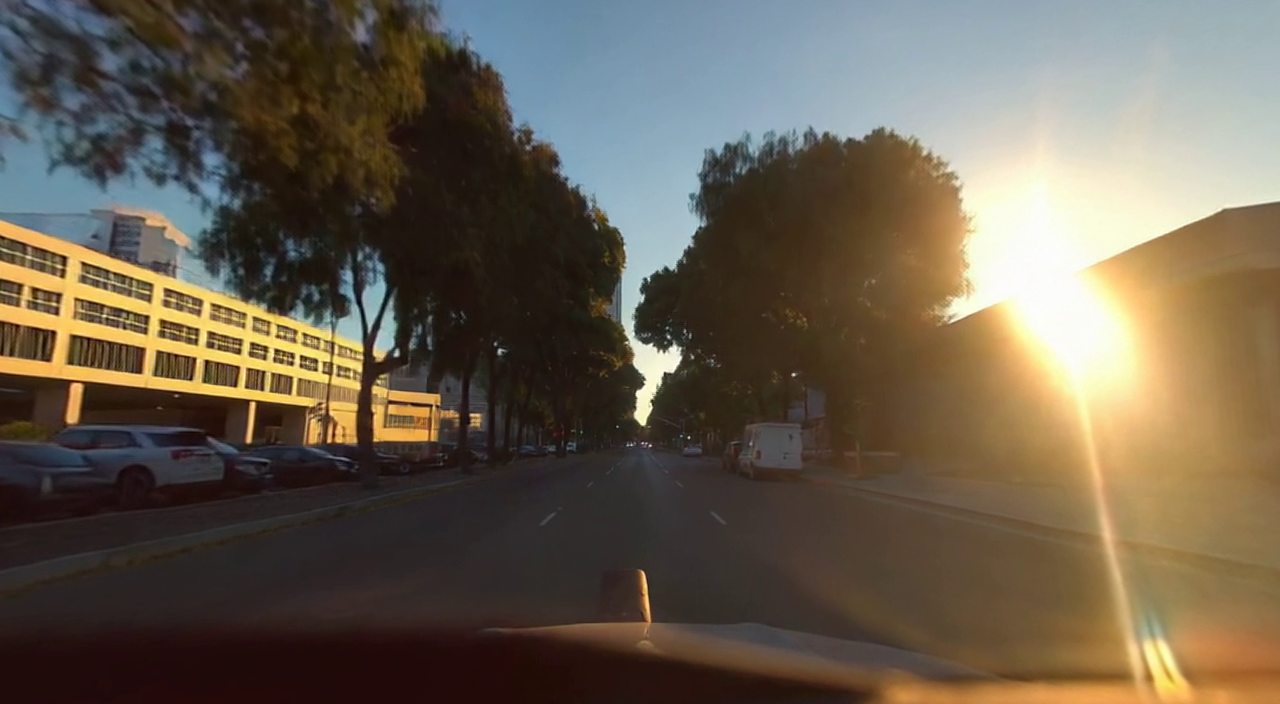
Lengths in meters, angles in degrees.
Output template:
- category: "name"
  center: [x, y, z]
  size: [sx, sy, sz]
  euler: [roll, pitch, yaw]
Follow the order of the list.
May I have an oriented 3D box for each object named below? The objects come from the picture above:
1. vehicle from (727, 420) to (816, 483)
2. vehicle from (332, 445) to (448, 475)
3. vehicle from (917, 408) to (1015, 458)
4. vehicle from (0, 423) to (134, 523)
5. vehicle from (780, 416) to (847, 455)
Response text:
- category: "vehicle"
  center: [5.708, 4.458, 28.506]
  size: [2.596, 2.509, 6.178]
  euler: [0, -8, -1]
- category: "vehicle"
  center: [-13.198, 5.723, 33.574]
  size: [5.269, 1.491, 2.133]
  euler: [-1, -8, 2]
- category: "vehicle"
  center: [18.938, 4.835, 37.087]
  size: [2.341, 2.648, 6.024]
  euler: [1, -8, -2]
- category: "vehicle"
  center: [-13.282, 2.355, 12.556]
  size: [4.461, 1.791, 2.202]
  euler: [0, -8, 0]
- category: "vehicle"
  center: [13.591, 6.691, 49.986]
  size: [3.046, 2.906, 7.271]
  euler: [0, -9, -1]
